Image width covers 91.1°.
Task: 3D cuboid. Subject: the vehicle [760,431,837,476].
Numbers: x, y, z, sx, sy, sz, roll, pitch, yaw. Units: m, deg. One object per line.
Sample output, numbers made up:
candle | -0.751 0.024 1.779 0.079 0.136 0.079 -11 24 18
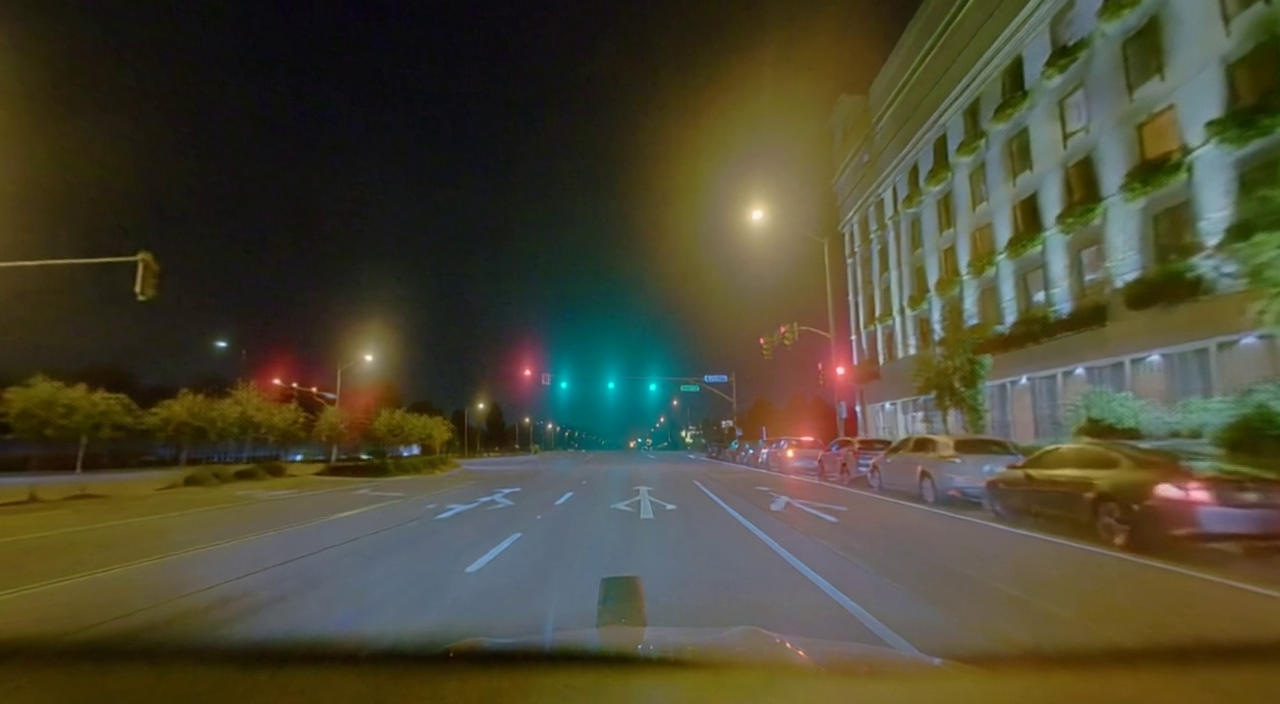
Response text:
vehicle | 6.702 4.341 27.119 1.984 1.751 4.759 0 -9 -1

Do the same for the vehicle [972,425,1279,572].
vehicle | 6.751 1.841 8.711 1.880 1.483 4.510 0 -9 1

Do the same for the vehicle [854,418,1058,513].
vehicle | 6.753 2.494 14.273 1.978 1.728 5.129 0 -9 0
